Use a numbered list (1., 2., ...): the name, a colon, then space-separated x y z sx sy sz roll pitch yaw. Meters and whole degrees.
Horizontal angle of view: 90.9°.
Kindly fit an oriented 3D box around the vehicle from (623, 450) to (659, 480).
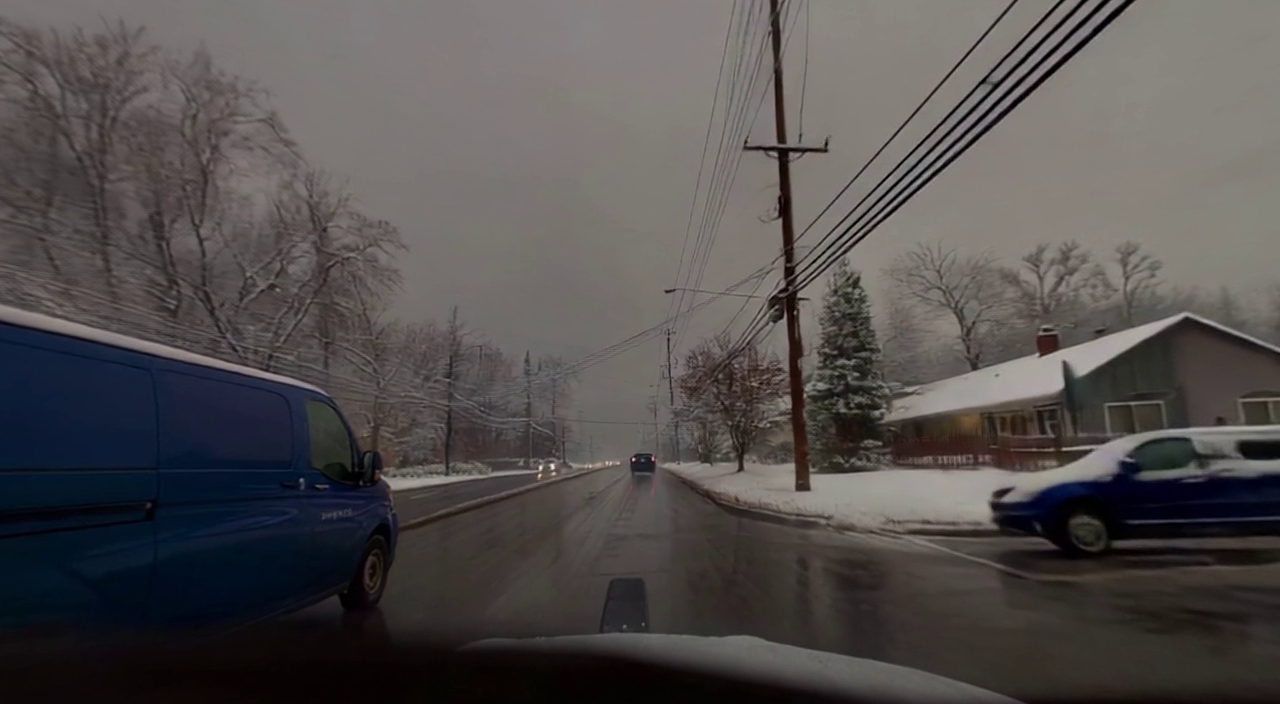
1. vehicle: 0.075 7.103 39.831 2.120 1.718 3.909 0 -9 1

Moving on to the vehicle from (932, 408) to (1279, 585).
1. vehicle: 6.526 1.610 7.540 5.012 1.711 2.457 -5 -8 15

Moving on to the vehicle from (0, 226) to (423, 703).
1. vehicle: -3.431 0.848 3.534 2.336 2.152 5.866 0 -9 0
